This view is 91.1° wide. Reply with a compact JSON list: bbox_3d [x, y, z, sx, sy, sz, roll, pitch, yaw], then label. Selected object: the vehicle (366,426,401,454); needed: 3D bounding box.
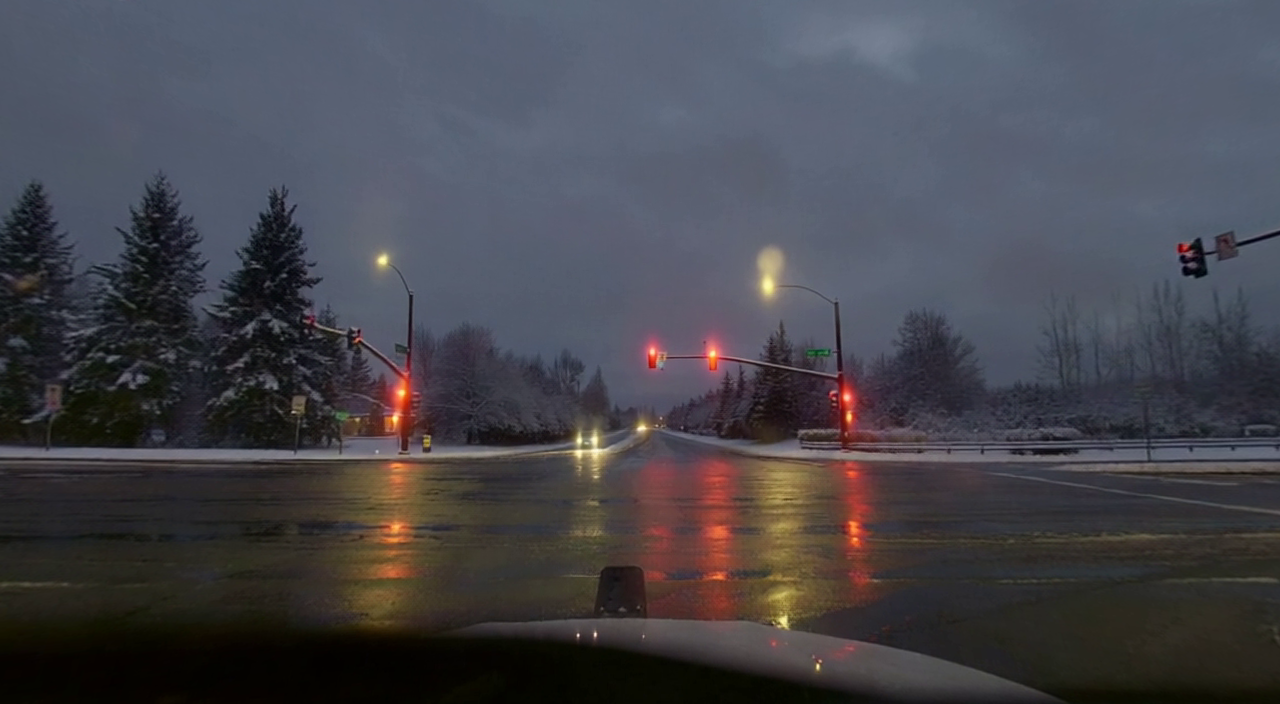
[{"bbox_3d":[-19.993,6.848,48.879,1.873,2.079,2.879,5,-10,-32],"label":"vehicle"}]
